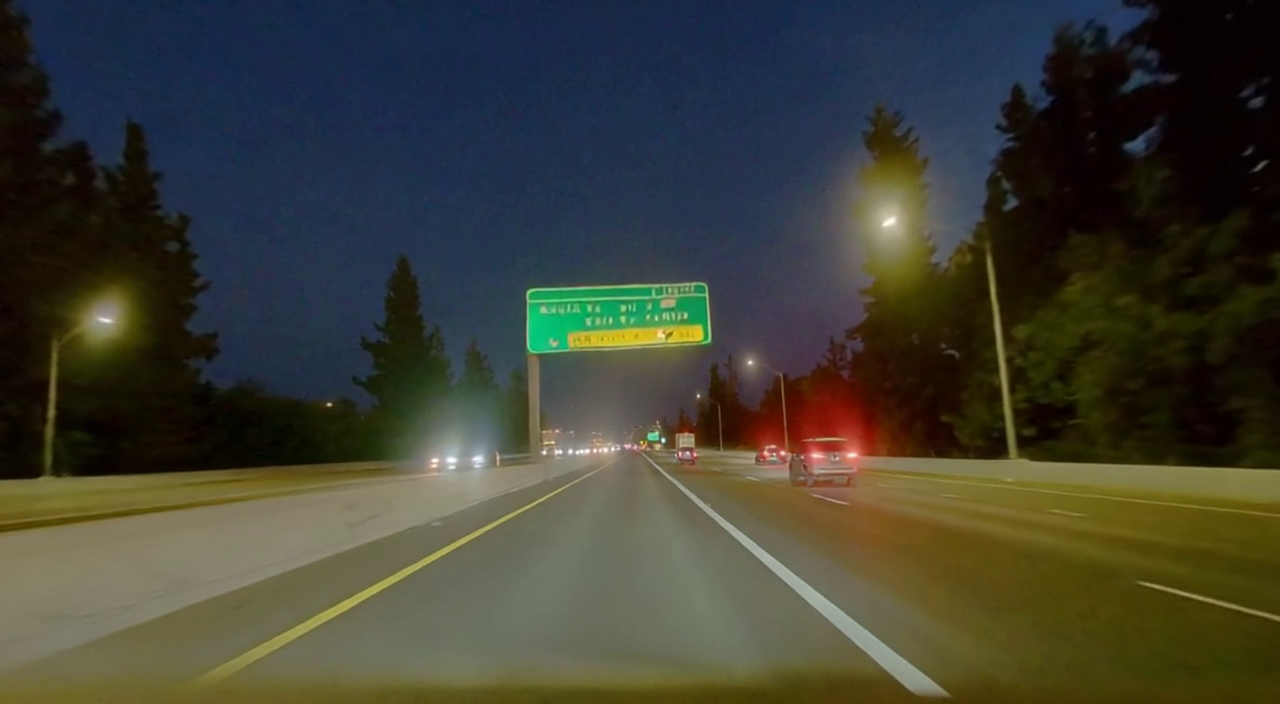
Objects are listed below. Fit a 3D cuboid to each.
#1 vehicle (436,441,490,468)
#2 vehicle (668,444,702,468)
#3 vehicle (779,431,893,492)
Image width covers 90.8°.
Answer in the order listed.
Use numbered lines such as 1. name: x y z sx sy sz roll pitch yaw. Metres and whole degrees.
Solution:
1. vehicle: -12.161 7.102 43.766 2.180 1.736 5.401 0 -9 0
2. vehicle: 3.160 7.420 45.150 2.018 1.600 4.121 0 -9 -2
3. vehicle: 6.717 3.835 22.463 2.244 1.858 5.414 0 -9 -1
